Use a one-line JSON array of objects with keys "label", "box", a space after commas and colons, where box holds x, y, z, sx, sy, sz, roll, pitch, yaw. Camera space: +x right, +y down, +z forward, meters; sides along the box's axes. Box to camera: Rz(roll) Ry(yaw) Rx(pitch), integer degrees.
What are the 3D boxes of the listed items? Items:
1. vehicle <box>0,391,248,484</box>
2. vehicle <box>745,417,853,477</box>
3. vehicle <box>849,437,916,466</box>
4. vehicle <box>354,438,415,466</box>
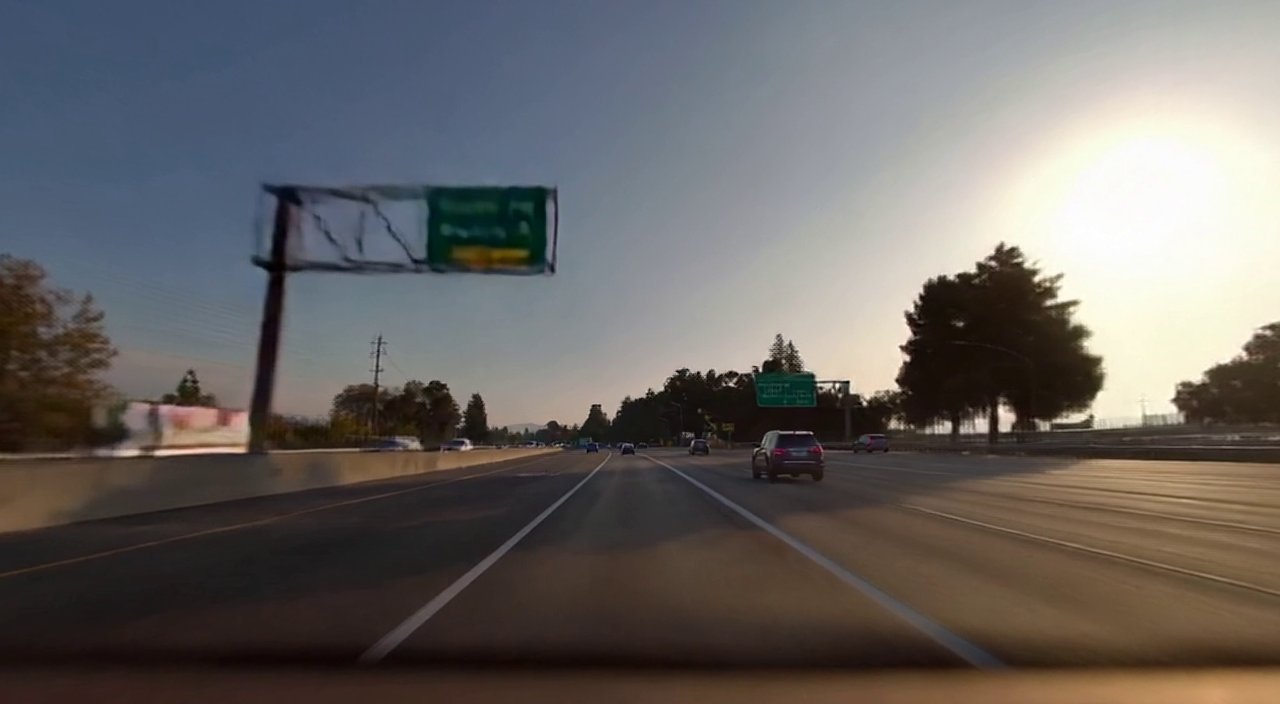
[{"label": "vehicle", "box": [-21.605, 3.771, 27.488, 2.922, 3.345, 9.411, 0, -8, -1]}, {"label": "vehicle", "box": [6.976, 4.343, 29.012, 2.779, 2.339, 8.073, 0, -8, -1]}, {"label": "vehicle", "box": [14.208, 5.856, 37.188, 2.072, 1.611, 4.387, 0, -8, -2]}, {"label": "vehicle", "box": [-16.916, 6.645, 41.944, 2.131, 1.723, 4.678, 0, -8, -1]}]
